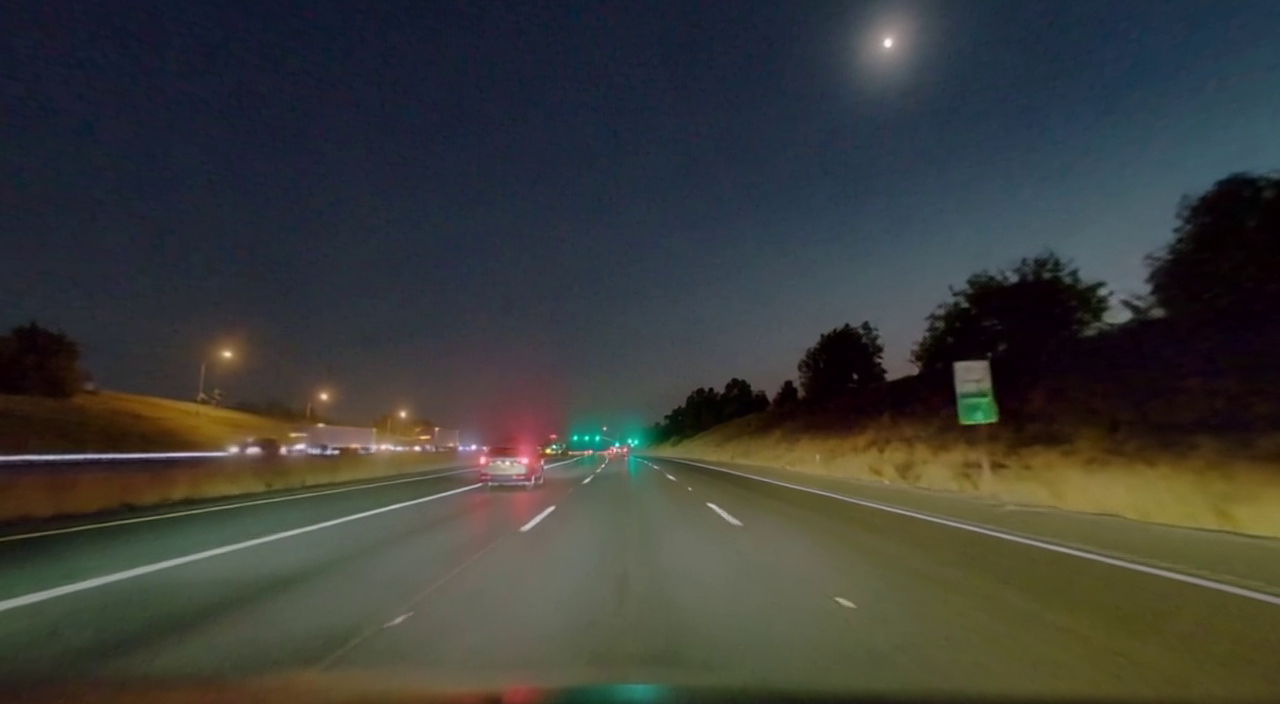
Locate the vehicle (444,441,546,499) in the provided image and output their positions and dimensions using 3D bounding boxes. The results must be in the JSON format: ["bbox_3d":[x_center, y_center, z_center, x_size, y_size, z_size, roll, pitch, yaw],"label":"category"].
[{"bbox_3d":[-4.236,3.516,19.272,2.073,1.516,4.478,-1,-9,0],"label":"vehicle"}]

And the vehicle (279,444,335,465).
[{"bbox_3d":[-25.351,7.841,48.312,1.840,1.483,4.590,0,-9,-1],"label":"vehicle"}]

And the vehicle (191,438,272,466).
[{"bbox_3d":[-29.883,7.358,46.535,2.176,1.868,5.849,0,-9,-2],"label":"vehicle"}]
